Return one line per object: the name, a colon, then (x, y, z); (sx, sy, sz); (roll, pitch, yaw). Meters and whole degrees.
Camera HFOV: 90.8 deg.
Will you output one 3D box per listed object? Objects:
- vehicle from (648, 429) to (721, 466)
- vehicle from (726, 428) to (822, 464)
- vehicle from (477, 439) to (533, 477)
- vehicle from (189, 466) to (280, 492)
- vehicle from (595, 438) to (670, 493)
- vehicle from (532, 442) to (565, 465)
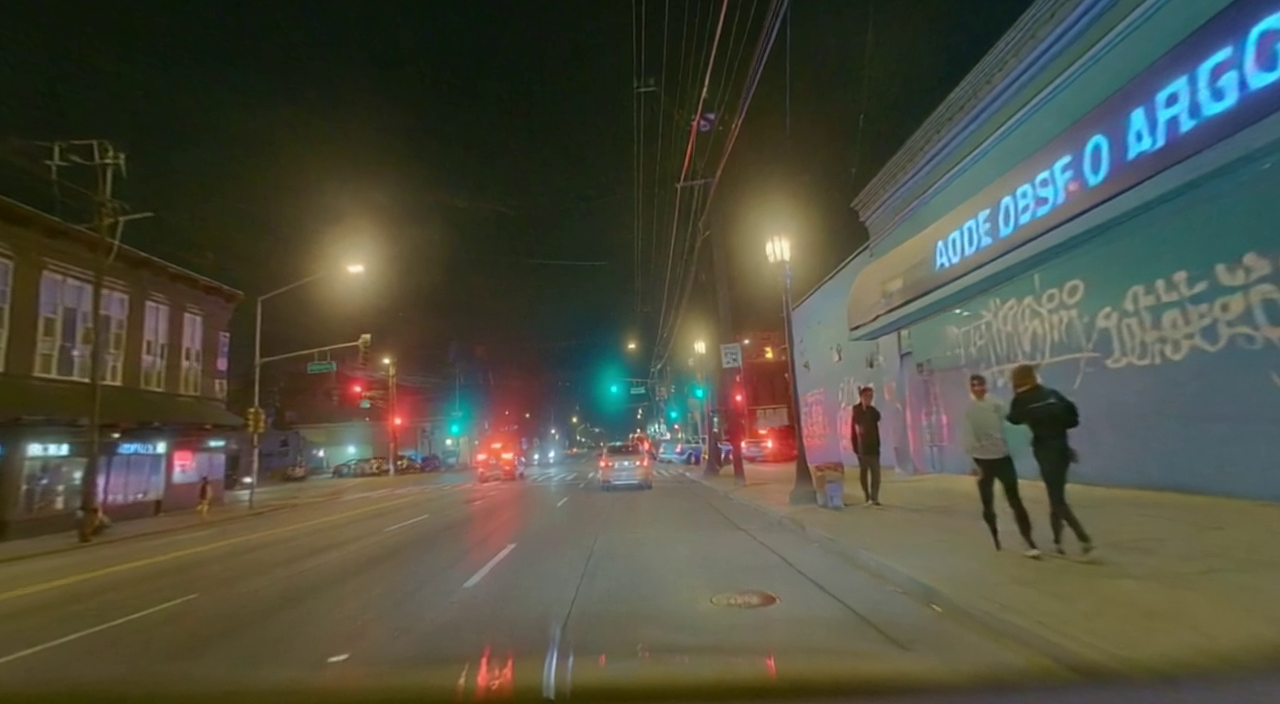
vehicle: (2.550, 5.296, 35.283); (2.161, 1.749, 4.478); (-7, -8, 31)
vehicle: (7.318, 5.136, 34.792); (4.714, 1.686, 1.973); (-1, -6, -8)
vehicle: (-6.722, 5.323, 31.920); (2.063, 1.751, 4.229); (0, -9, -2)
vehicle: (-26.086, 8.185, 40.711); (4.479, 1.484, 2.036); (-1, -9, 2)
vehicle: (-0.263, 3.463, 19.652); (2.059, 1.497, 4.260); (0, -9, -1)
vehicle: (-6.329, 7.037, 44.007); (2.097, 1.457, 4.439); (0, -9, -7)
